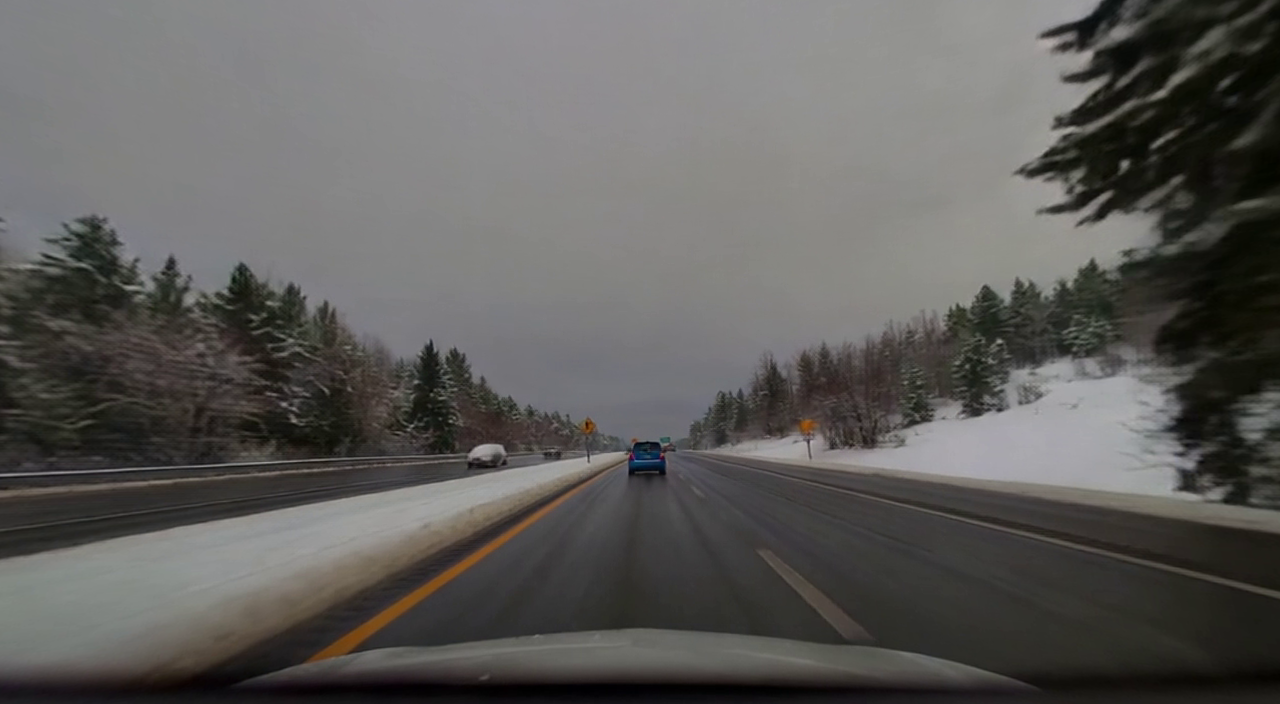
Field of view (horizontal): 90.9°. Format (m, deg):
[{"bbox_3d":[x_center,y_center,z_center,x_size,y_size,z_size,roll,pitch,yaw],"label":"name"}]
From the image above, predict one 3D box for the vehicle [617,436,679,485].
[{"bbox_3d":[0.283,4.122,24.211,2.190,1.706,4.062,0,-9,0],"label":"vehicle"}]
